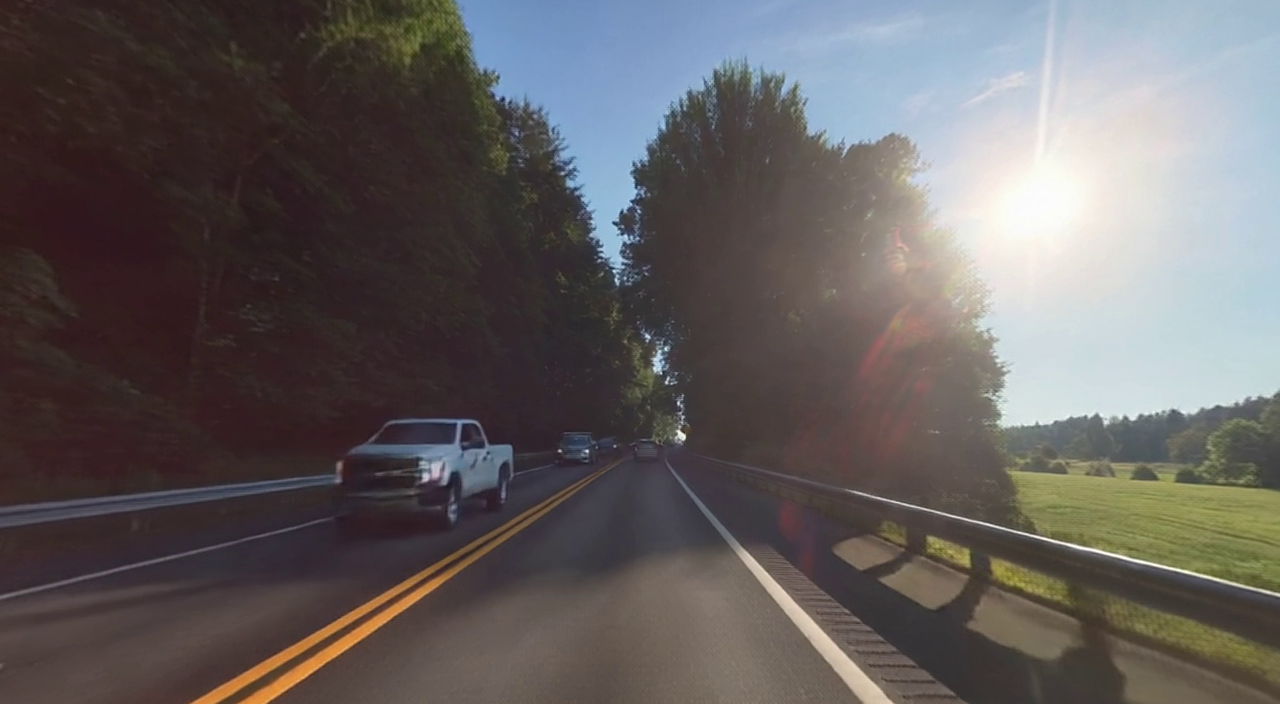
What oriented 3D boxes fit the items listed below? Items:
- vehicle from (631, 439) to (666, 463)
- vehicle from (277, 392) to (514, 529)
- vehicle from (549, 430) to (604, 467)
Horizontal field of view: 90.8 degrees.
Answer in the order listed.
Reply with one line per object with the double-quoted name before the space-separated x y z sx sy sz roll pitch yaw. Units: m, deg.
"vehicle" 0.549 6.291 40.249 2.067 1.486 3.861 0 -9 1
"vehicle" -4.542 2.186 13.173 2.479 2.208 5.780 0 -9 2
"vehicle" -3.665 5.724 37.511 2.461 2.030 5.478 -1 -9 2
